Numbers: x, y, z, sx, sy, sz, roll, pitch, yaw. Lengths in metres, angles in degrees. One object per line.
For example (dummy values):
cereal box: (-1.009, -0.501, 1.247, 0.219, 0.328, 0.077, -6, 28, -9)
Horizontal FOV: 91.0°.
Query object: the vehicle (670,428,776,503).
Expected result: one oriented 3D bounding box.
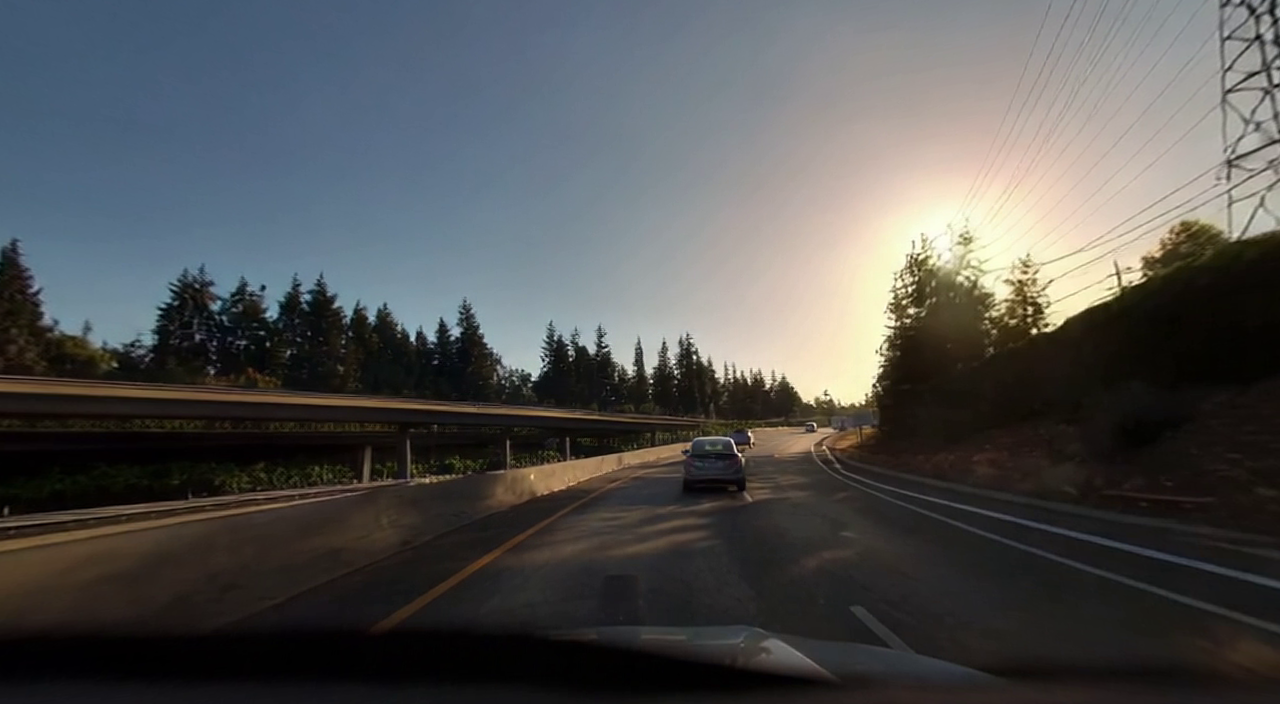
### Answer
vehicle: (1.885, 2.596, 14.817, 2.091, 1.482, 4.321, -1, -8, 6)
